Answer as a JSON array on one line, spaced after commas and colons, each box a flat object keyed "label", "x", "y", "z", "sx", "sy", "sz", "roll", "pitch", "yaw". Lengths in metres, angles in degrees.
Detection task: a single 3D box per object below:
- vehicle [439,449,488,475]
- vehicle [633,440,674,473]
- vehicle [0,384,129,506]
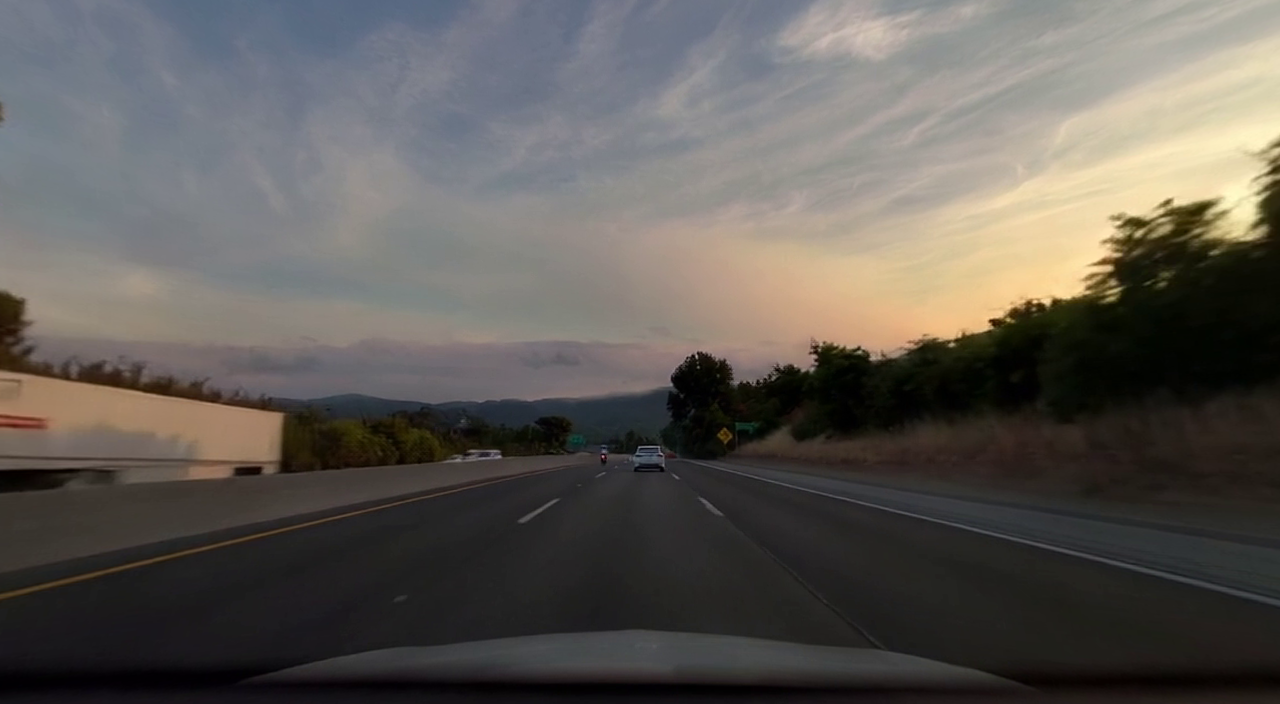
[{"label": "vehicle", "x": -11.324, "y": 7.105, "z": 40.772, "sx": 1.963, "sy": 1.488, "sz": 4.248, "roll": -2, "pitch": -9, "yaw": 0}, {"label": "vehicle", "x": 0.764, "y": 6.068, "z": 36.704, "sx": 2.247, "sy": 1.825, "sz": 4.036, "roll": 0, "pitch": -9, "yaw": 0}, {"label": "vehicle", "x": -19.571, "y": 2.855, "z": 19.204, "sx": 2.912, "sy": 3.401, "sz": 5.791, "roll": 0, "pitch": -9, "yaw": 0}]
